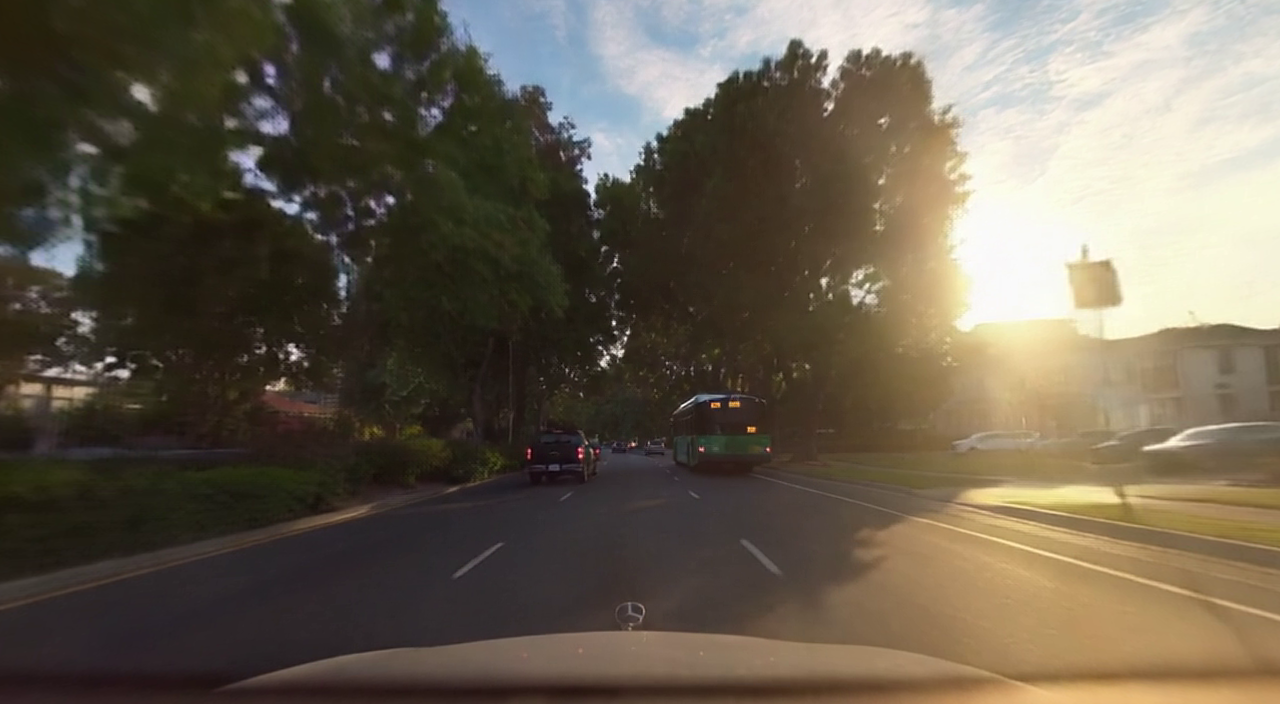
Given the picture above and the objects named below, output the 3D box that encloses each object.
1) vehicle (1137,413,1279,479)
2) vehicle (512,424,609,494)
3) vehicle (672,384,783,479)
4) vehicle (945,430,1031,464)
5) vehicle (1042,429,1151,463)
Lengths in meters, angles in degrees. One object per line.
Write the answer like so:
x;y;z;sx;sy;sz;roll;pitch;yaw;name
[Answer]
16.677;2.645;17.831;1.972;1.648;4.016;-1;-8;2;vehicle
-2.255;3.225;19.424;2.074;1.849;5.137;-1;-8;3;vehicle
3.332;3.641;27.990;3.059;3.264;12.623;0;-8;0;vehicle
16.545;4.584;30.264;1.797;1.455;4.342;-2;-9;3;vehicle
21.843;4.546;30.429;1.905;1.481;4.731;-1;-8;3;vehicle
